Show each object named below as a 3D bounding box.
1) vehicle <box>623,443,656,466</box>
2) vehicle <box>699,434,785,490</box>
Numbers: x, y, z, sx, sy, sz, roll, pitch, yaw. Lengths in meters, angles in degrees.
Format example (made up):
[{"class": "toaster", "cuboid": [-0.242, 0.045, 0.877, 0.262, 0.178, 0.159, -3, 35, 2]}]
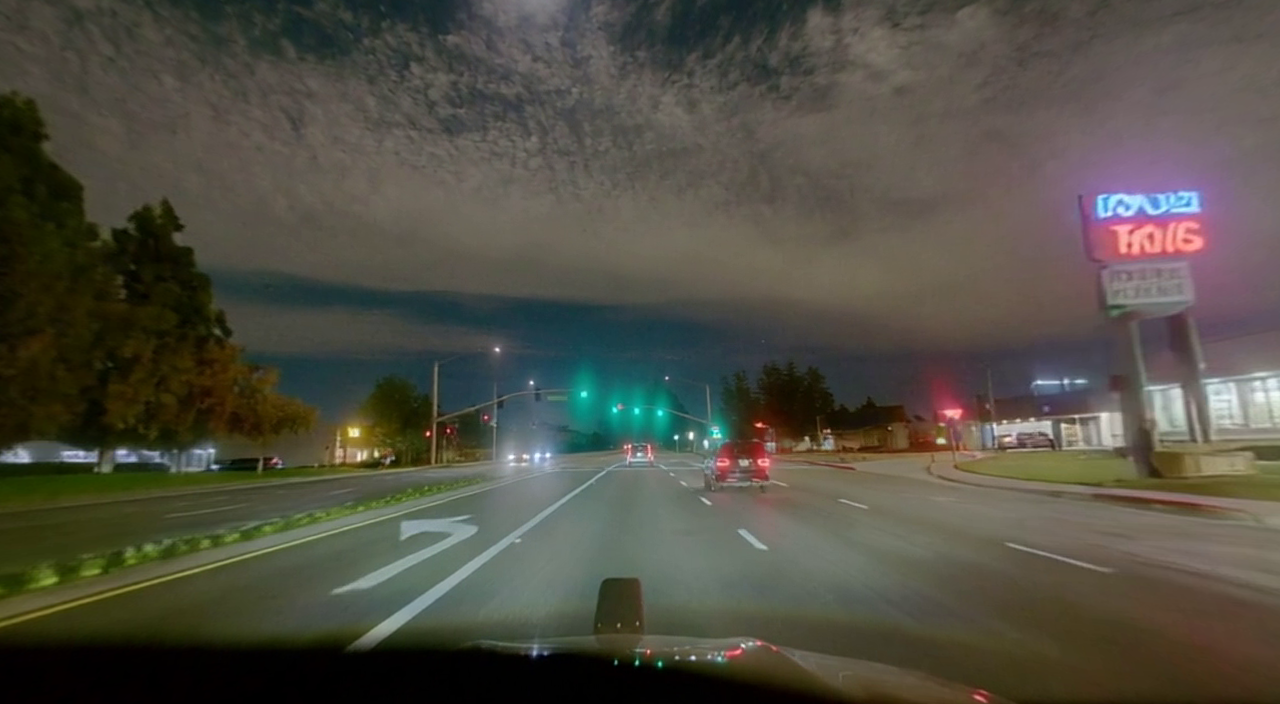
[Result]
[{"class": "vehicle", "cuboid": [-0.055, 7.005, 43.152, 2.135, 1.468, 4.076, 0, -8, -1]}, {"class": "vehicle", "cuboid": [3.261, 3.633, 21.166, 2.022, 1.643, 4.326, 0, -8, -2]}]
